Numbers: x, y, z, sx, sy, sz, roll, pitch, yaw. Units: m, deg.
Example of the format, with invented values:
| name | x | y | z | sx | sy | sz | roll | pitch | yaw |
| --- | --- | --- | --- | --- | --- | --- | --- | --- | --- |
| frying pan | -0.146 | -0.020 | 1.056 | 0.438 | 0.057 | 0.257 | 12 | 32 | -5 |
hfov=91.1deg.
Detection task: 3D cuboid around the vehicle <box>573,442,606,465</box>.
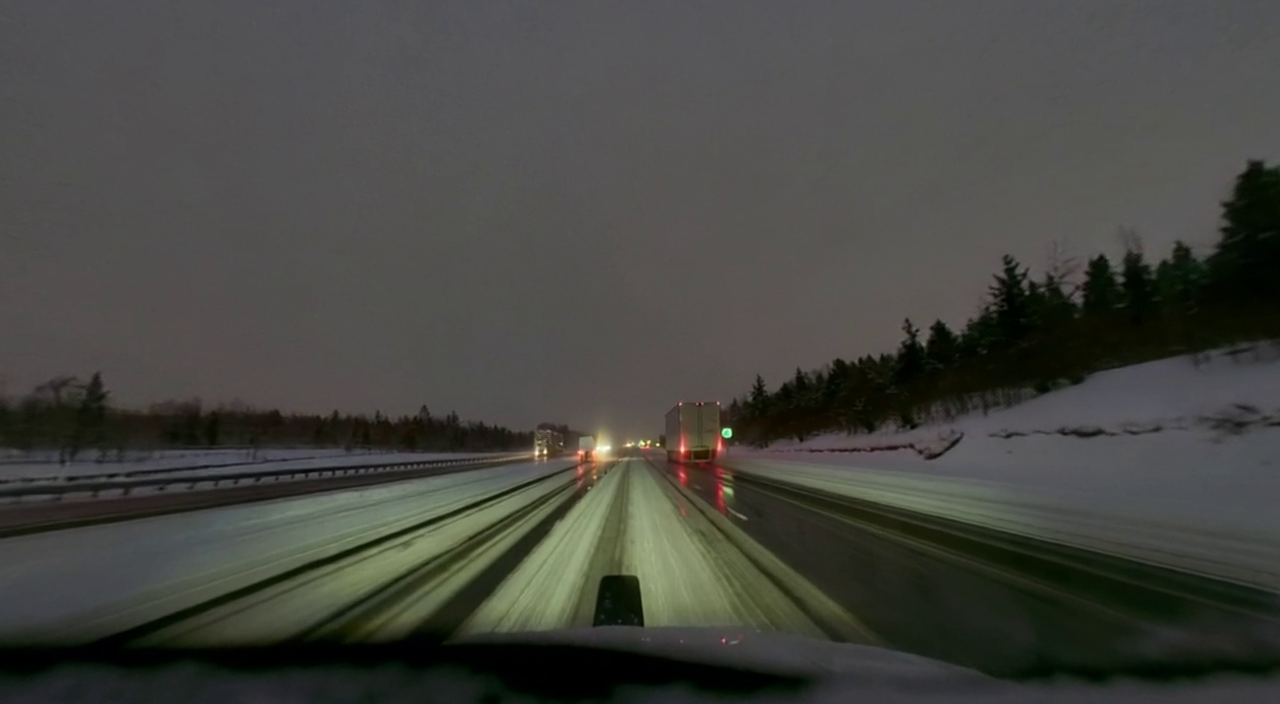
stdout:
| name | x | y | z | sx | sy | sz | roll | pitch | yaw |
| --- | --- | --- | --- | --- | --- | --- | --- | --- | --- |
| vehicle | -3.586 | 7.303 | 45.229 | 2.100 | 1.525 | 4.179 | 0 | -9 | 0 |
